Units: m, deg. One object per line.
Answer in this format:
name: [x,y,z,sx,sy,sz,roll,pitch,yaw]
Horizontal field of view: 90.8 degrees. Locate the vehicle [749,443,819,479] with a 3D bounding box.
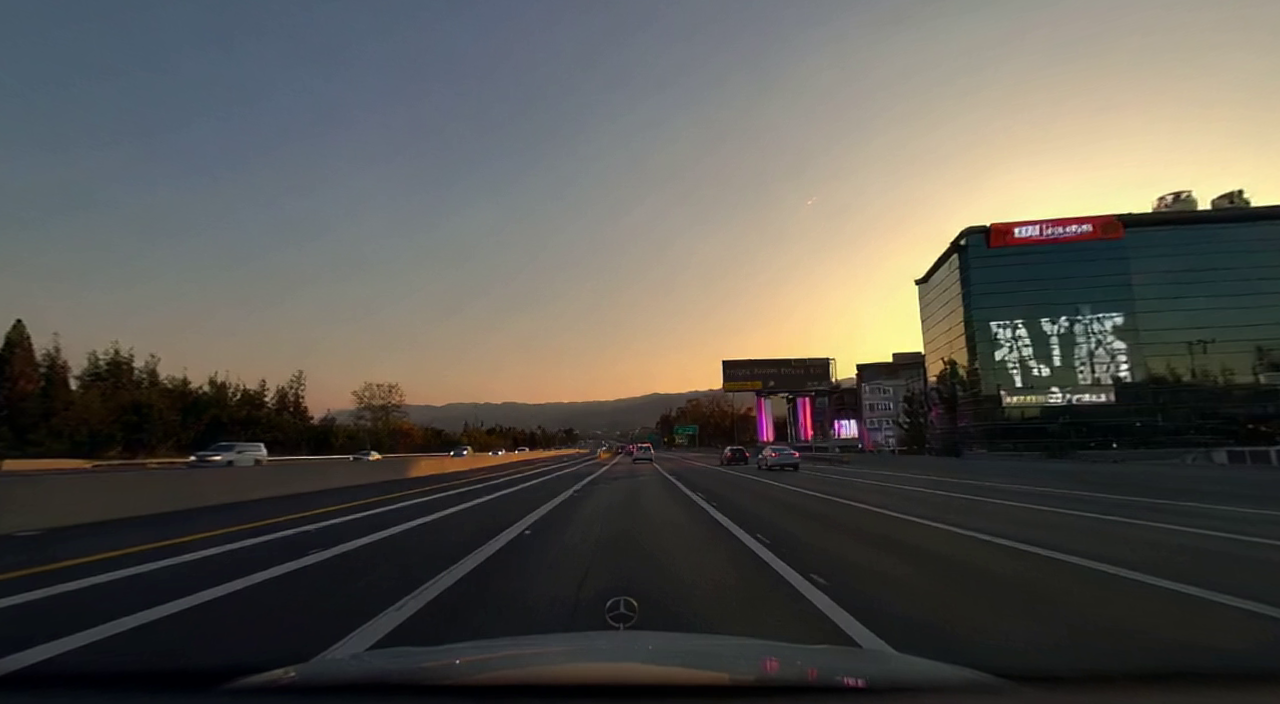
vehicle: [6.361,4.847,28.427,1.976,1.477,4.448,0,-9,-2]

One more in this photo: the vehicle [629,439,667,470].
vehicle: [0.441,6.376,39.438,2.154,1.786,5.045,0,-9,-2]

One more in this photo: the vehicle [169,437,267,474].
vehicle: [-25.188,6.200,38.057,2.244,1.998,5.376,0,-9,-1]
